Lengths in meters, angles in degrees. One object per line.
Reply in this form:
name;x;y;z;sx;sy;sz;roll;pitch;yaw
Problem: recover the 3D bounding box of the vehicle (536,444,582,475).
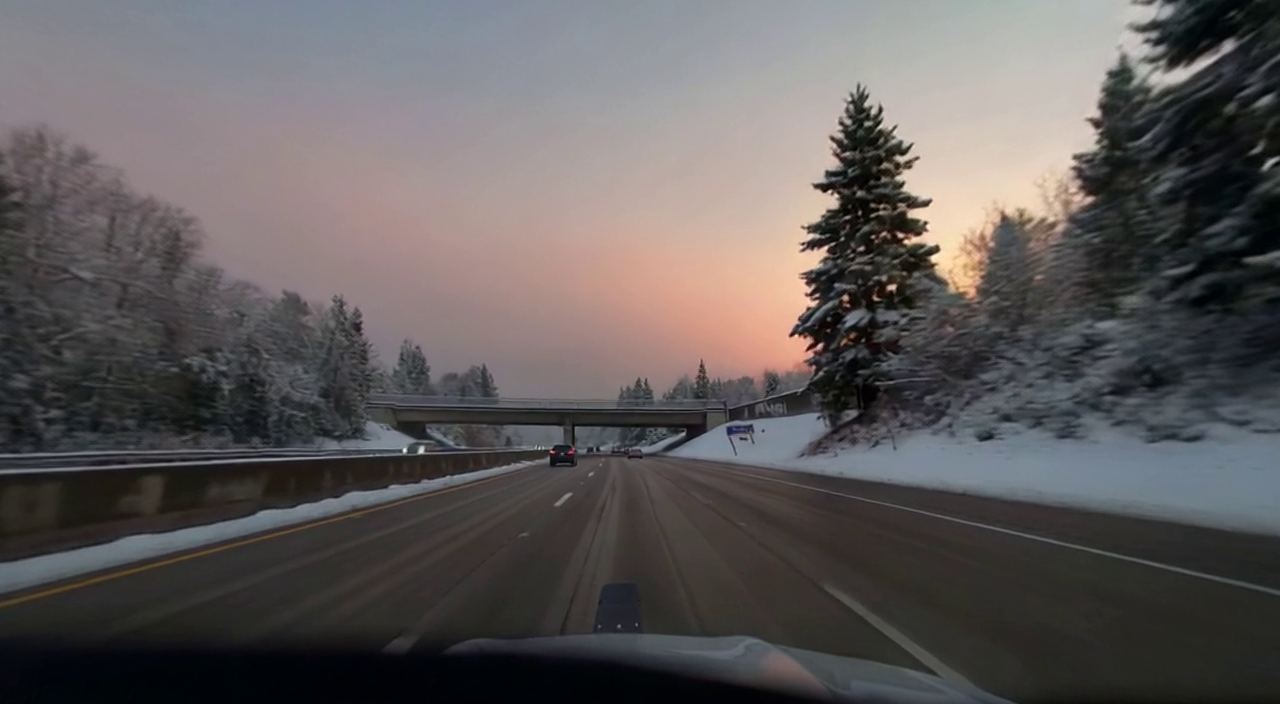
vehicle;-4.013;5.396;31.748;1.871;1.459;3.771;0;-9;-1
